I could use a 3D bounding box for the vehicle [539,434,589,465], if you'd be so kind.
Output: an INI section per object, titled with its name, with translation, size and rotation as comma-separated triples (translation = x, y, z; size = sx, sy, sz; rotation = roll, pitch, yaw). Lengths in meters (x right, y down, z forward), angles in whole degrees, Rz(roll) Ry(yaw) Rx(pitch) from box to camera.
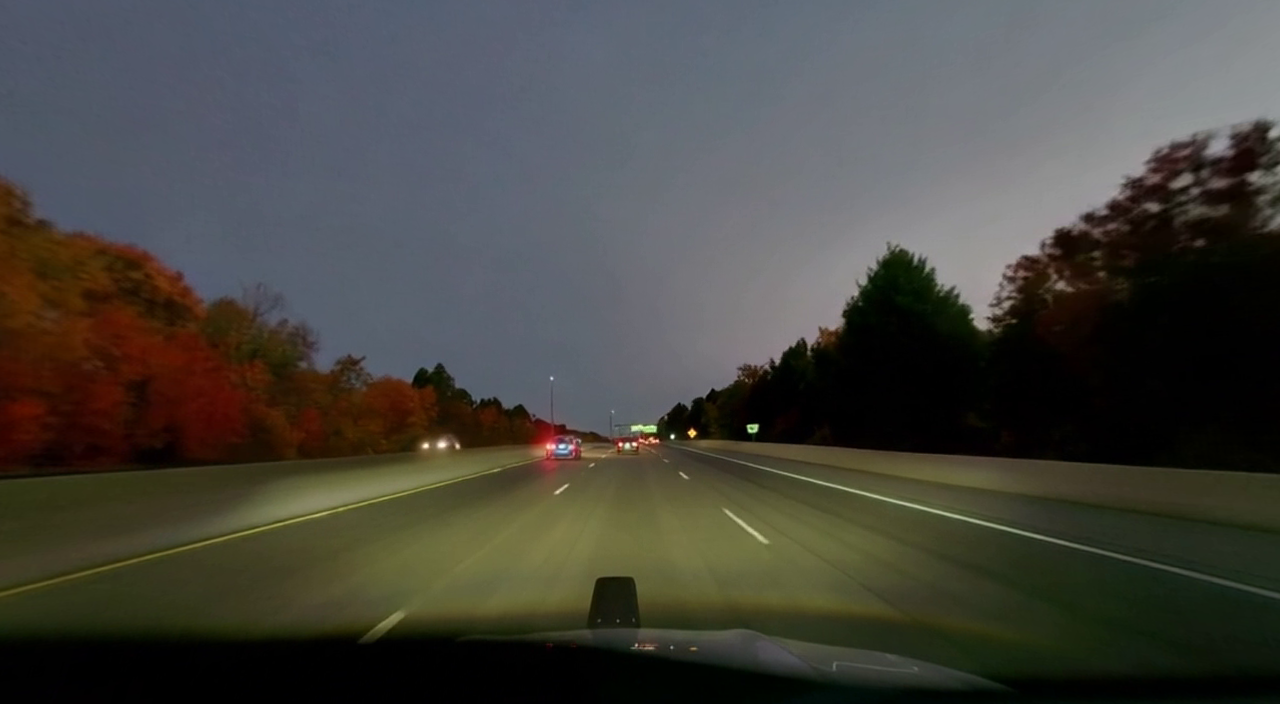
[vehicle]
translation = -3.912, 5.095, 33.187
size = 2.103, 1.507, 4.367
rotation = 0, -8, 0
